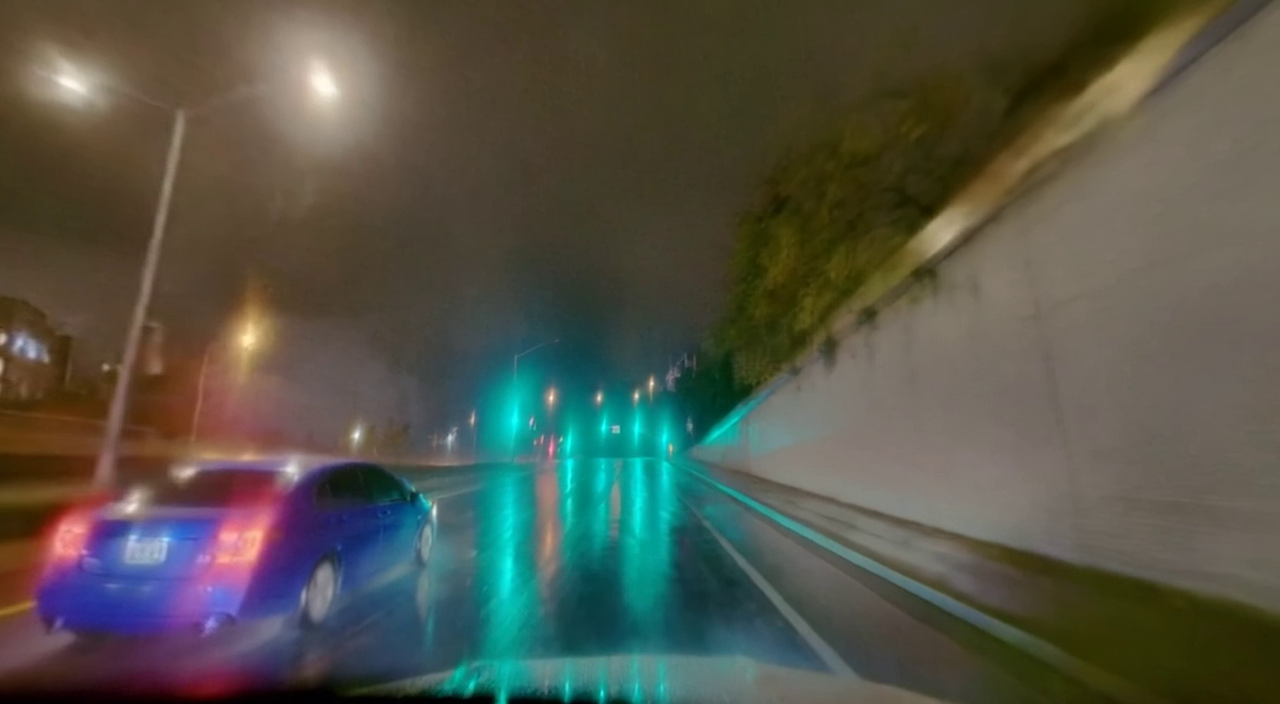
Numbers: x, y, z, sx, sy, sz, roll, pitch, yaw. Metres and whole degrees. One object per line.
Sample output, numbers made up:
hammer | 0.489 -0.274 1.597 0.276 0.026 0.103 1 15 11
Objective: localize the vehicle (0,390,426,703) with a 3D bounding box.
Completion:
vehicle | -3.107 1.166 3.927 2.041 1.470 4.290 0 -9 0
